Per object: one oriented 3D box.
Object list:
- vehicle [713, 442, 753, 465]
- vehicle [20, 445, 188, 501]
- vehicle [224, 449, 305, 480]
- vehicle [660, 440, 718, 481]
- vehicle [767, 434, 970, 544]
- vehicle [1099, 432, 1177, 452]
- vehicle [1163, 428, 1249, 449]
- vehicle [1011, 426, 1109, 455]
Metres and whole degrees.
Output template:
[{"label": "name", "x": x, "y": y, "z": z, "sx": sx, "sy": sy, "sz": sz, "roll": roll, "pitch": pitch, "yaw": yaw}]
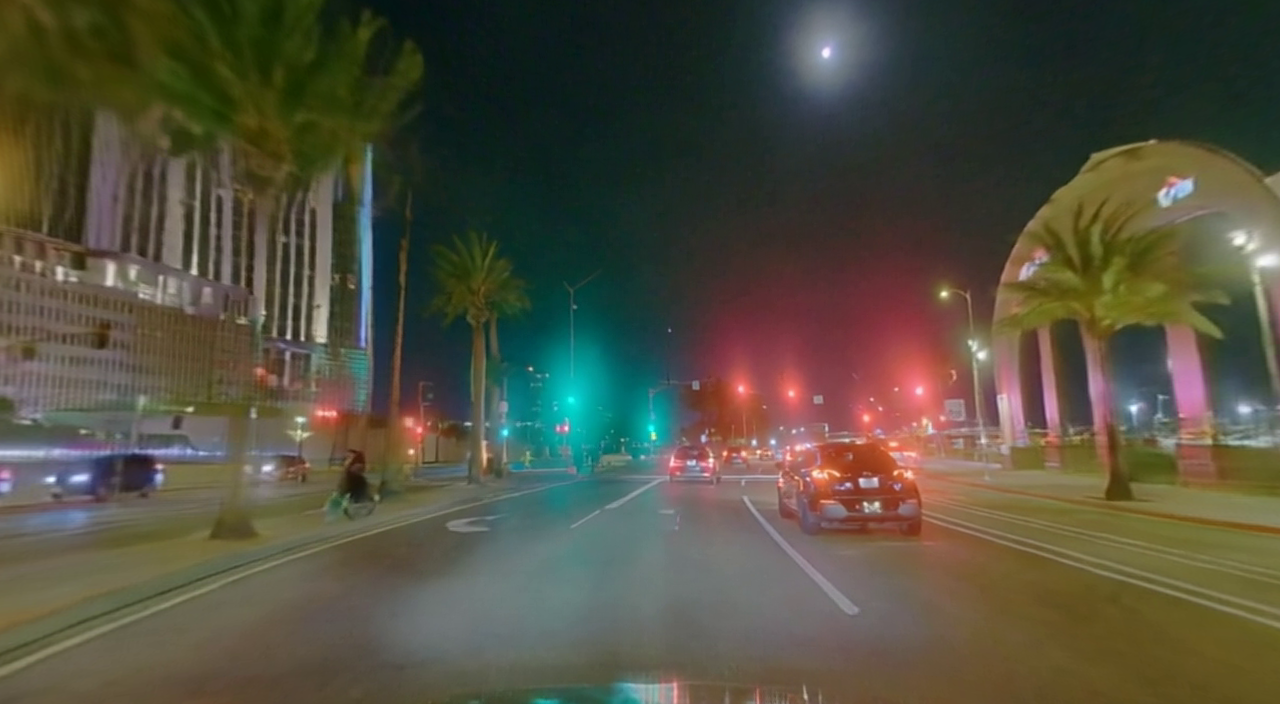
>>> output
[{"label": "vehicle", "x": 6.595, "y": 7.098, "z": 44.215, "sx": 2.134, "sy": 1.492, "sz": 4.674, "roll": -2, "pitch": -9, "yaw": 15}, {"label": "vehicle", "x": -18.996, "y": 4.258, "z": 22.698, "sx": 2.040, "sy": 1.749, "sz": 4.796, "roll": 0, "pitch": -9, "yaw": -4}, {"label": "vehicle", "x": -23.041, "y": 6.880, "z": 38.853, "sx": 2.106, "sy": 1.791, "sz": 4.618, "roll": 0, "pitch": -9, "yaw": -1}, {"label": "vehicle", "x": 2.101, "y": 4.422, "z": 25.918, "sx": 2.077, "sy": 1.518, "sz": 3.760, "roll": -1, "pitch": -9, "yaw": 9}, {"label": "vehicle", "x": 3.687, "y": 2.290, "z": 11.307, "sx": 2.051, "sy": 1.509, "sz": 4.933, "roll": -1, "pitch": -9, "yaw": 3}, {"label": "vehicle", "x": 37.229, "y": 6.717, "z": 47.040, "sx": 4.535, "sy": 1.480, "sz": 1.882, "roll": 1, "pitch": -9, "yaw": -9}, {"label": "vehicle", "x": 43.328, "y": 6.665, "z": 48.196, "sx": 5.097, "sy": 1.557, "sz": 1.900, "roll": 1, "pitch": -8, "yaw": -8}, {"label": "vehicle", "x": 30.601, "y": 6.452, "z": 45.956, "sx": 5.771, "sy": 2.019, "sz": 2.293, "roll": 1, "pitch": -9, "yaw": -8}]
